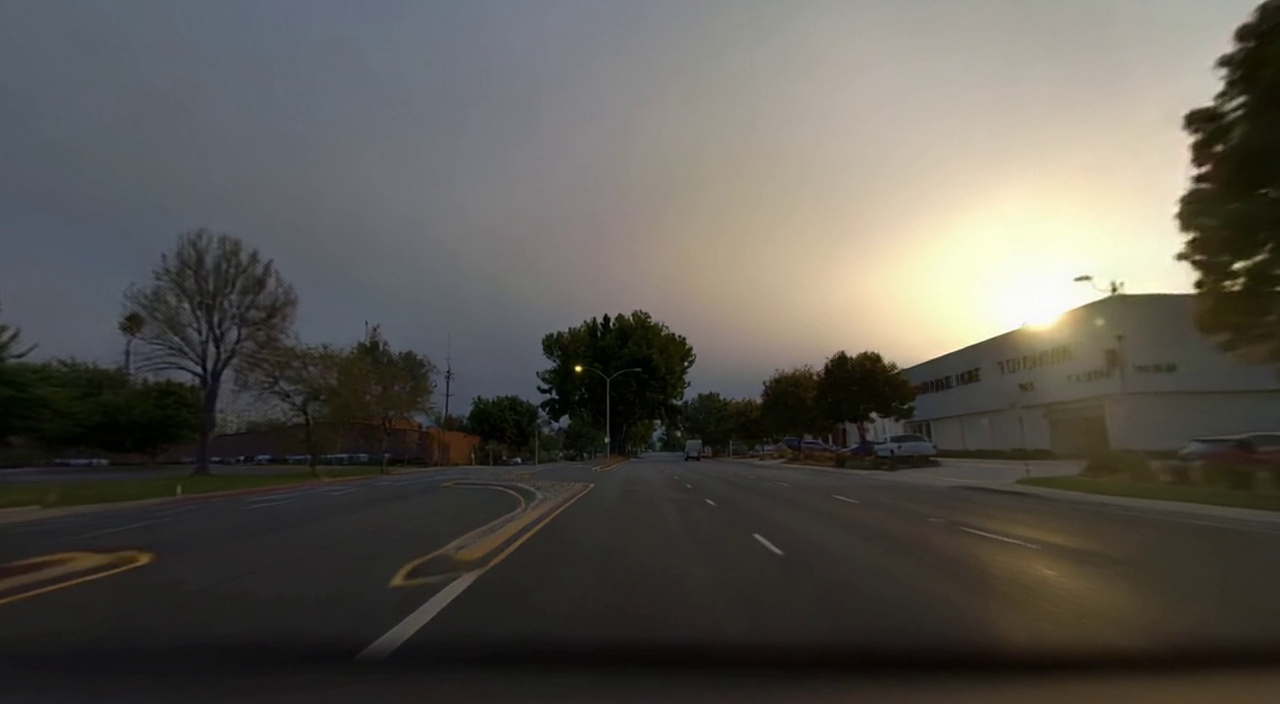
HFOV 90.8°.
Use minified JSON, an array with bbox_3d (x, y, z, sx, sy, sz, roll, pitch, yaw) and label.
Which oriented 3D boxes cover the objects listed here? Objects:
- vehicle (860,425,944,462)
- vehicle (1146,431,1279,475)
[{"bbox_3d":[14.974,5.302,36.522,2.195,1.926,5.466,0,-9,-3],"label":"vehicle"},{"bbox_3d":[19.808,3.354,21.048,4.182,1.374,1.966,0,-9,0],"label":"vehicle"}]
